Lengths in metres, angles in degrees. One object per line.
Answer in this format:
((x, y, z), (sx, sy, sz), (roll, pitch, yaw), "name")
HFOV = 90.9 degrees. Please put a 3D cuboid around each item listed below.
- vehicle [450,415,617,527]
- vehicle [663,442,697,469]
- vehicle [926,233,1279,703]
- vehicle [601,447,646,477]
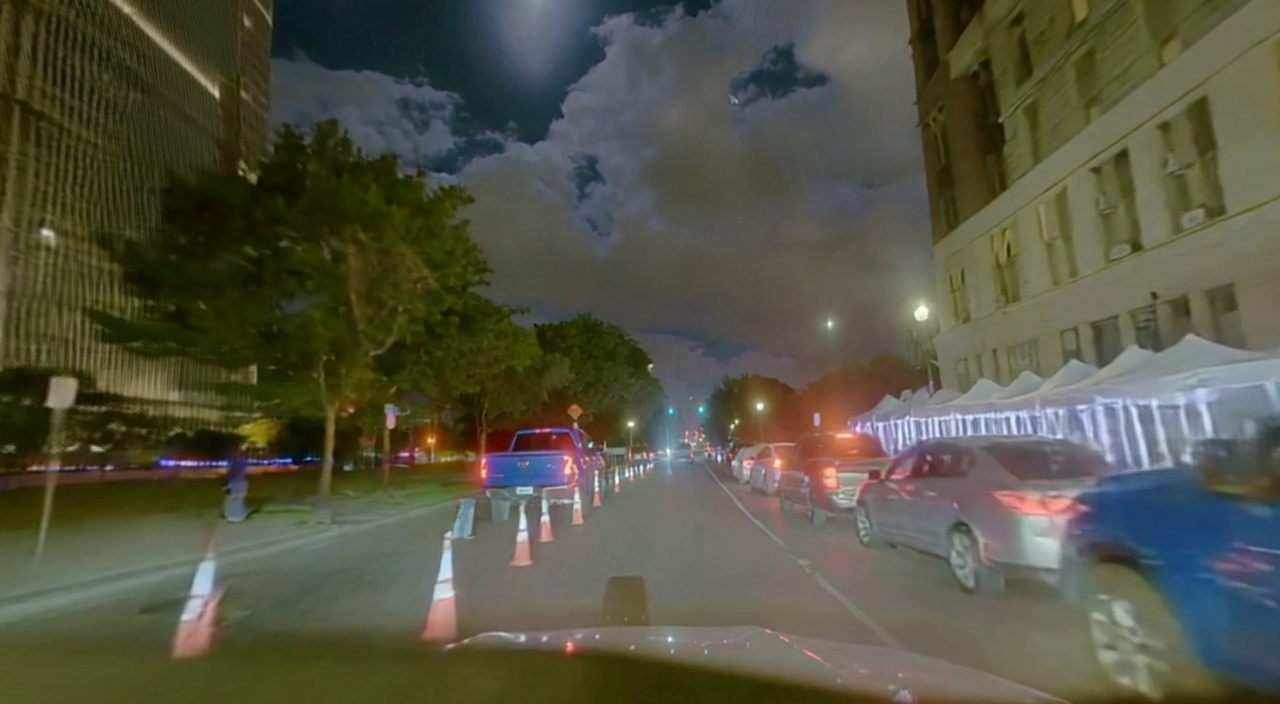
((-1.999, 2.549, 14.042), (2.452, 1.954, 5.653), (-1, -9, 3), "vehicle")
((2.796, 7.214, 44.097), (2.183, 1.784, 4.317), (-1, -9, 3), "vehicle")
((2.835, 0.540, 1.454), (2.186, 1.800, 4.723), (-1, -9, 1), "vehicle")
((-0.843, 5.862, 33.968), (1.895, 1.489, 4.328), (-1, -9, 5), "vehicle")
